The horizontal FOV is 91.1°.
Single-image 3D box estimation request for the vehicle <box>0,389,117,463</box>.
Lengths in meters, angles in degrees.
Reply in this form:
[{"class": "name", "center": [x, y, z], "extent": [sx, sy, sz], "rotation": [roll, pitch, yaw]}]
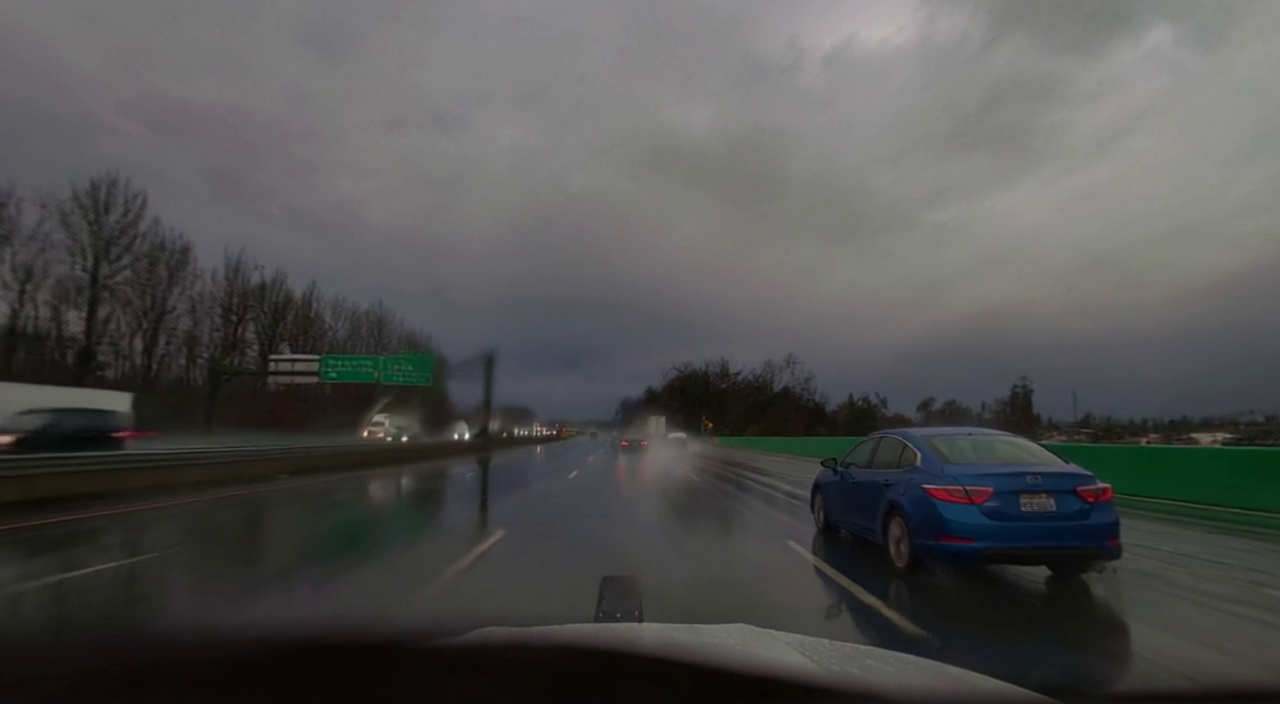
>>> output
[{"class": "vehicle", "center": [-22.514, 2.710, 22.648], "extent": [2.238, 2.462, 5.879], "rotation": [0, -8, -1]}]
